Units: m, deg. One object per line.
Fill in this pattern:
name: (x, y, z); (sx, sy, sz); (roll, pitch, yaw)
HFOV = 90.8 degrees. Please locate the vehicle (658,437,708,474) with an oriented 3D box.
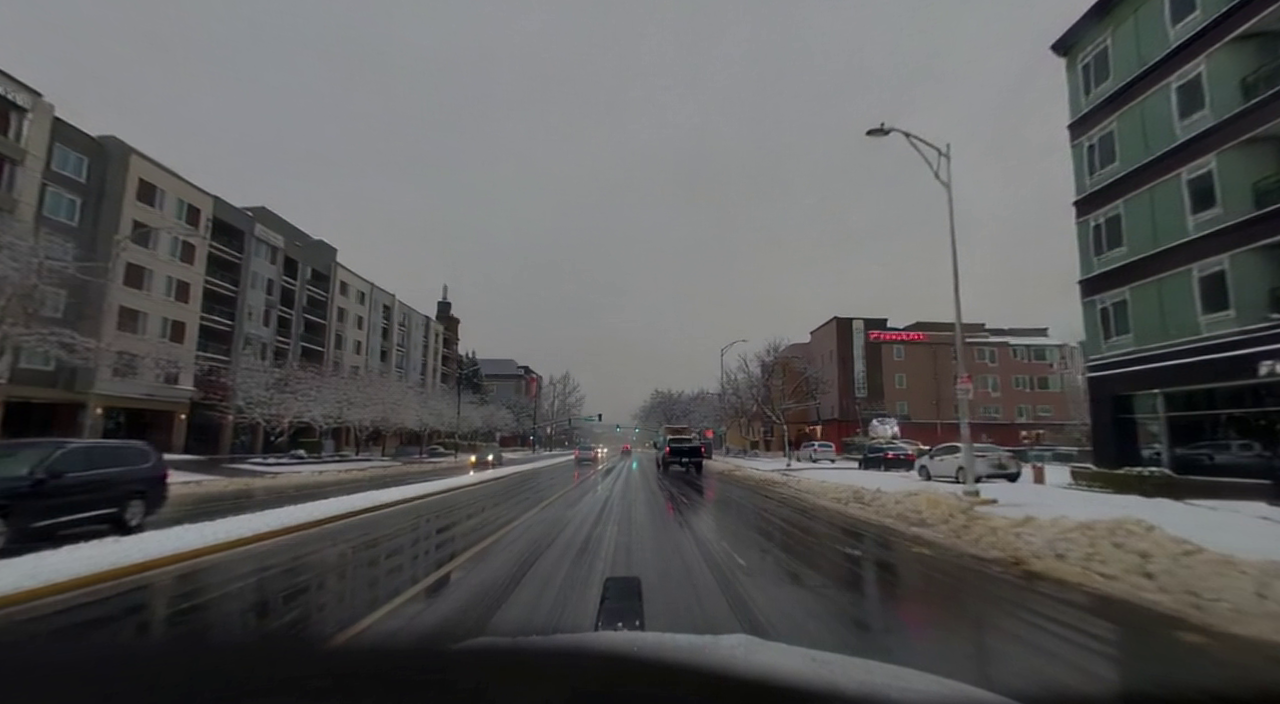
vehicle: (2.159, 5.402, 33.212); (2.130, 1.787, 5.126); (0, -9, -2)

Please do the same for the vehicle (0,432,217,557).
vehicle: (-8.787, 2.033, 9.406); (1.969, 1.489, 4.522); (-2, -9, -2)

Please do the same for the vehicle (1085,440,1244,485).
vehicle: (20.124, 4.252, 24.575); (2.013, 1.548, 4.579); (1, -9, -5)

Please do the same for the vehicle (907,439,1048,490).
vehicle: (11.861, 3.949, 22.689); (1.954, 1.483, 4.742); (-2, -8, -7)

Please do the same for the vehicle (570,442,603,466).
vehicle: (-3.790, 7.359, 45.556); (2.046, 1.617, 4.601); (0, -9, -2)

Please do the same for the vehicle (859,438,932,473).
vehicle: (14.008, 5.720, 35.048); (2.019, 1.819, 4.909); (0, -9, 0)
